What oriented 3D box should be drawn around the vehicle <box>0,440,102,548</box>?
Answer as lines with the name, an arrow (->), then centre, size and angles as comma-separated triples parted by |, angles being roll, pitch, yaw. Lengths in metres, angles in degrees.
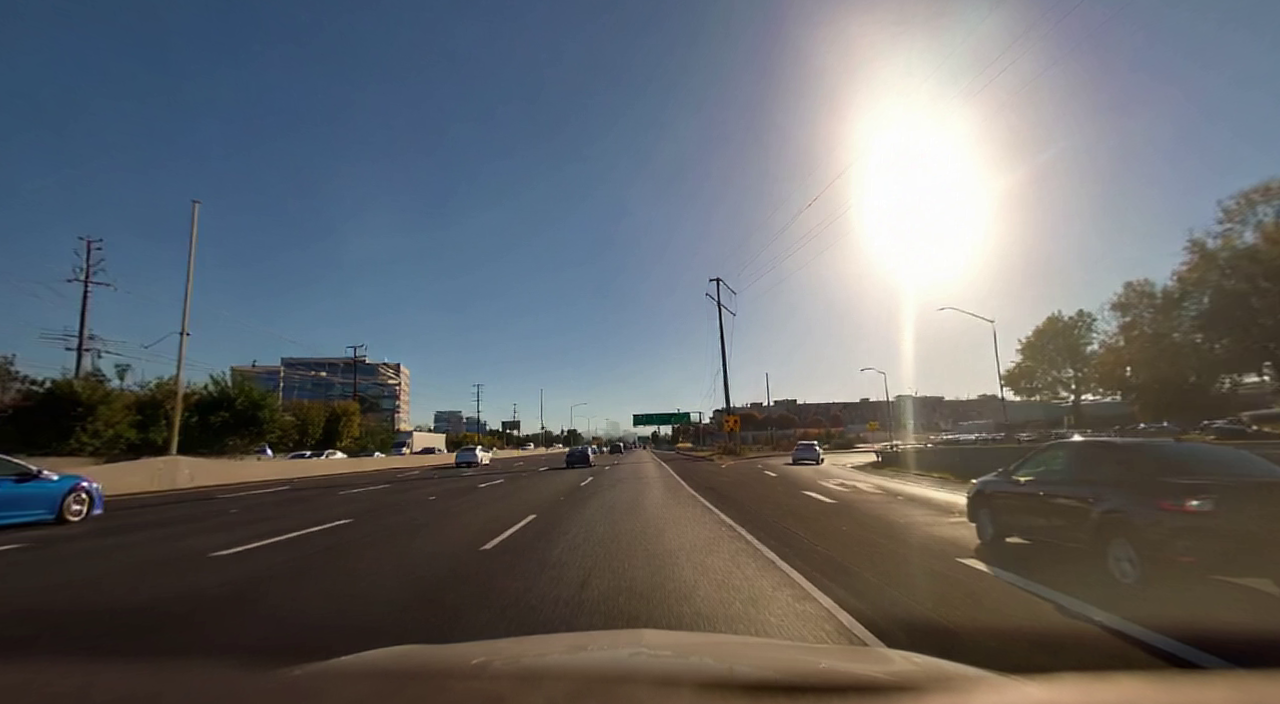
vehicle -> -10.154, 1.909, 8.201 | 2.002, 1.526, 4.822 | 0, -8, 1

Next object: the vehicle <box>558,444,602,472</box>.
vehicle -> -3.323, 5.941, 35.710 | 2.050, 1.479, 4.342 | 0, -8, 1

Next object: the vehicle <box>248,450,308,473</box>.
vehicle -> -25.993, 7.833, 45.423 | 1.962, 1.489, 4.009 | 0, -8, 0

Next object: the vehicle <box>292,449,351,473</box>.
vehicle -> -22.400, 7.657, 44.568 | 1.857, 1.521, 4.220 | 0, -8, 2

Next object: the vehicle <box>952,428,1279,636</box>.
vehicle -> 5.362, 1.600, 6.735 | 2.002, 1.457, 4.497 | -1, -8, 4

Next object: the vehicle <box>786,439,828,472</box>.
vehicle -> 9.953, 6.185, 37.884 | 2.127, 1.815, 4.777 | -2, -8, 11

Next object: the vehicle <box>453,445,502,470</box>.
vehicle -> -10.012, 6.525, 39.190 | 1.930, 1.490, 3.955 | 0, -8, 1
